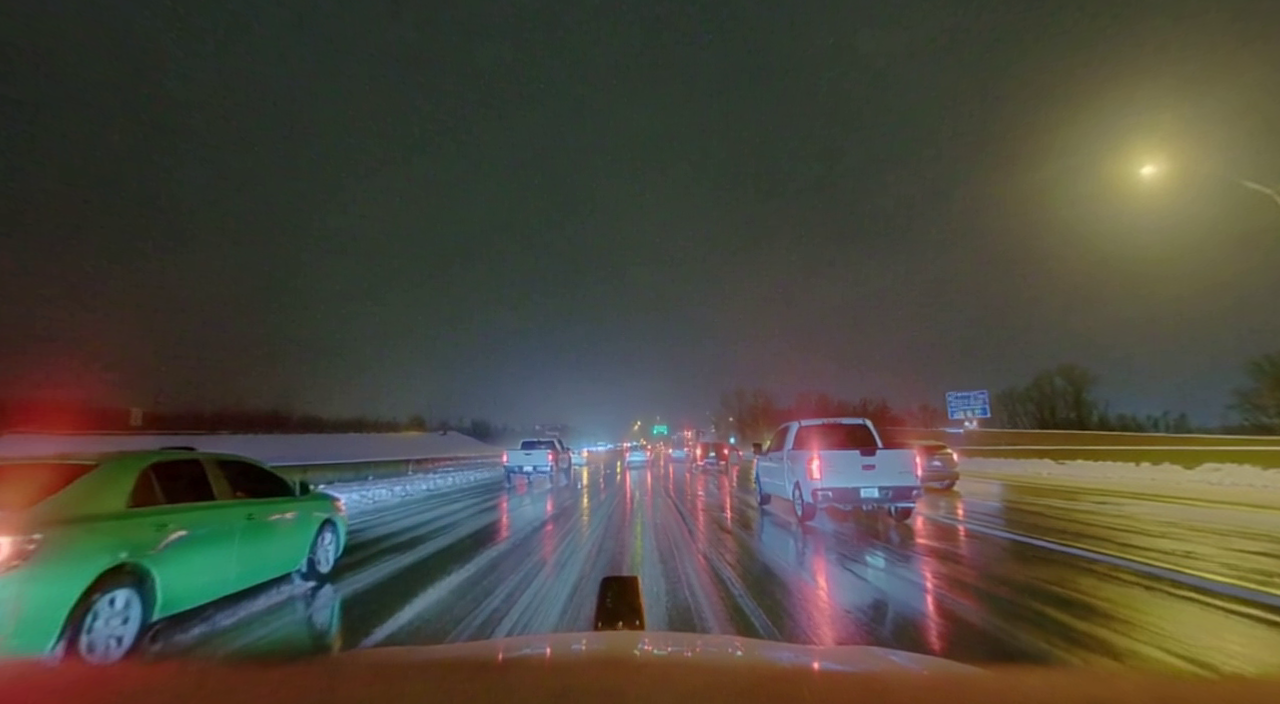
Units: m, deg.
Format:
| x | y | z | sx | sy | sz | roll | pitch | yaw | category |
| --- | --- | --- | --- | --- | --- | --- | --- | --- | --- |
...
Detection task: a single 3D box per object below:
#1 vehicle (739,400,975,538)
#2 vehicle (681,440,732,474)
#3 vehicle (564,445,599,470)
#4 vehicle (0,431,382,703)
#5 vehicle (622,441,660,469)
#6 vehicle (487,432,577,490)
| x | y | z | sx | sy | sz | roll | pitch | yaw | category |
| --- | --- | --- | --- | --- | --- | --- | --- | --- | --- |
| 3.506 | 2.069 | 11.709 | 2.340 | 1.925 | 5.529 | 0 | -9 | -1 | vehicle |
| 3.467 | 5.582 | 33.731 | 2.145 | 1.636 | 4.437 | 1 | -9 | -1 | vehicle |
| -3.645 | 6.639 | 39.852 | 1.907 | 1.484 | 3.954 | 0 | -9 | -1 | vehicle |
| -3.860 | 1.356 | 4.752 | 1.947 | 1.424 | 4.264 | 0 | -9 | 1 | vehicle |
| 0.049 | 6.234 | 38.108 | 2.147 | 1.572 | 4.094 | 0 | -9 | 0 | vehicle |
| -3.645 | 3.794 | 22.261 | 2.176 | 1.783 | 4.799 | 0 | -9 | 2 | vehicle |
